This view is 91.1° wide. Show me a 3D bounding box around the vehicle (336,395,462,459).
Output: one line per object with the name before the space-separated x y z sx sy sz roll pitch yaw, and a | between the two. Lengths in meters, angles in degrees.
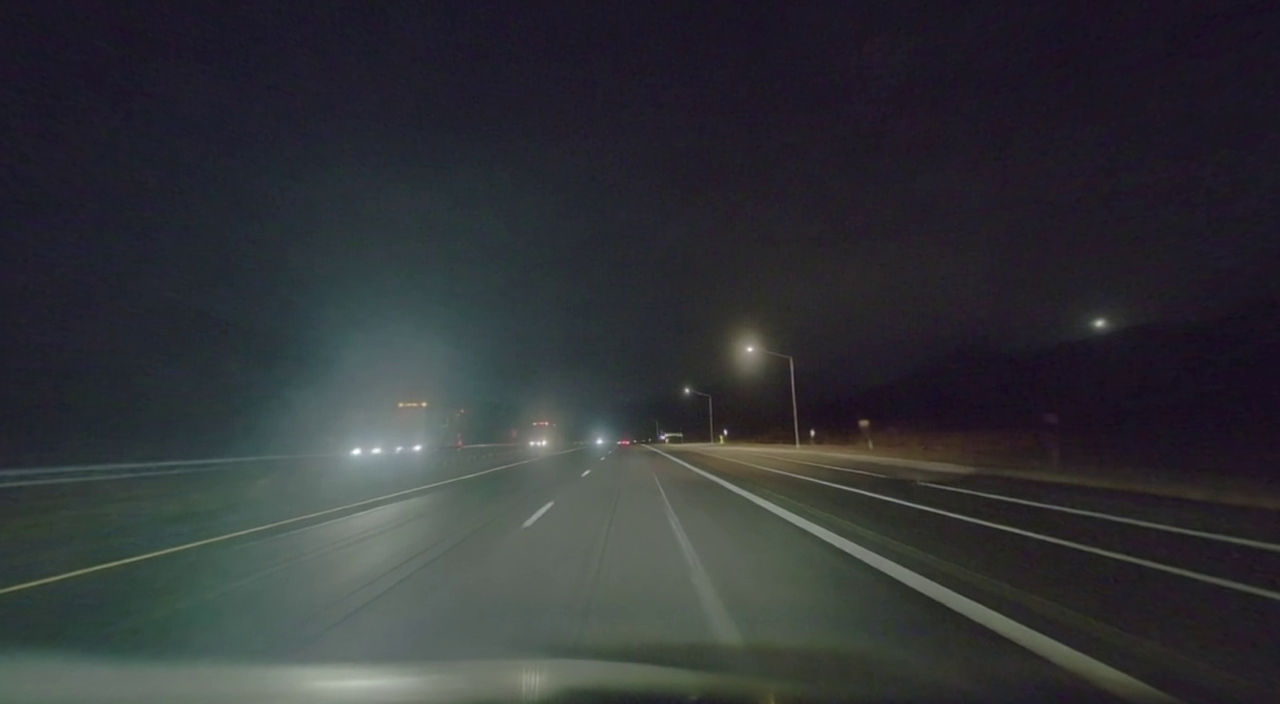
vehicle | -17.426 5.799 47.706 3.459 3.900 16.947 -1 -8 -2
